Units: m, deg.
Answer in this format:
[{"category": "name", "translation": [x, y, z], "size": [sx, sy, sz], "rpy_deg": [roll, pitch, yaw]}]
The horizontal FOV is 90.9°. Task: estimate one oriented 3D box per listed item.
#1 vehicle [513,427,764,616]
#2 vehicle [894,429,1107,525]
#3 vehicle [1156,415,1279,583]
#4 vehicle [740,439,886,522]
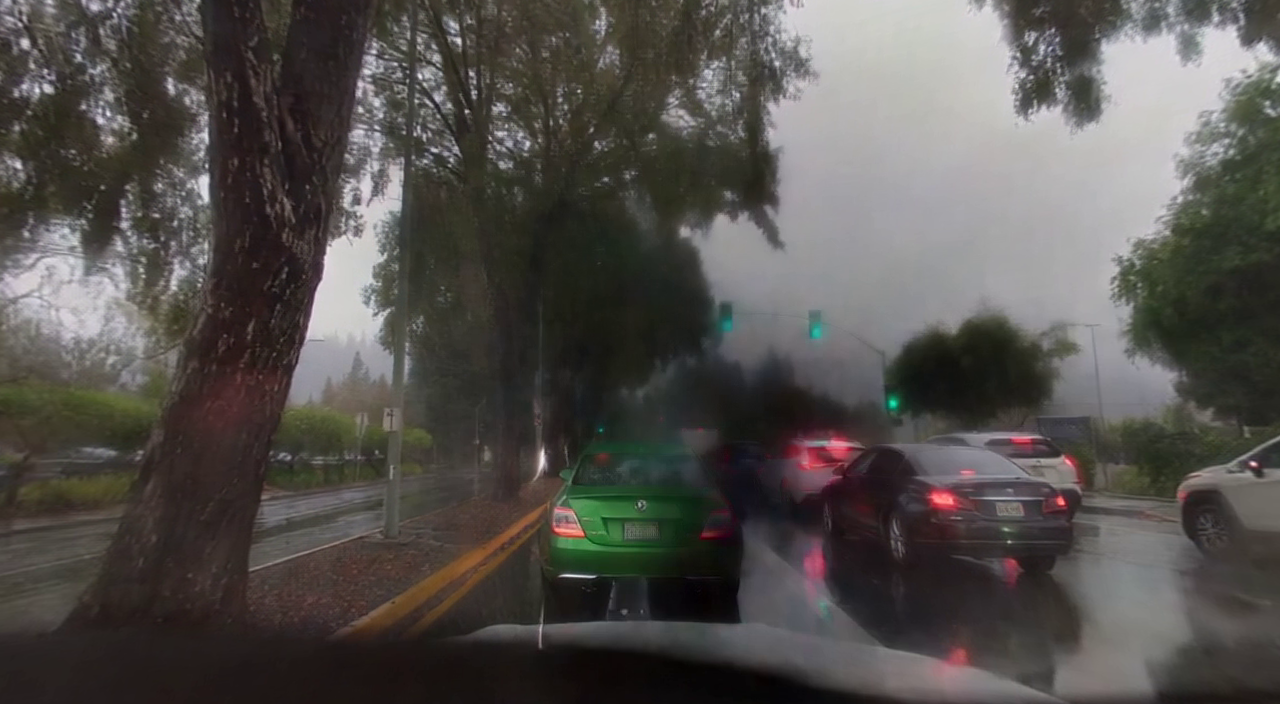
[{"category": "vehicle", "translation": [0.012, 1.676, 7.093], "size": [2.015, 1.502, 3.898], "rpy_deg": [0, -9, 1]}, {"category": "vehicle", "translation": [7.026, 2.468, 12.908], "size": [1.923, 1.611, 4.094], "rpy_deg": [0, -9, 0]}, {"category": "vehicle", "translation": [6.942, 1.333, 5.584], "size": [1.783, 1.572, 3.421], "rpy_deg": [0, -9, 1]}, {"category": "vehicle", "translation": [3.529, 2.715, 13.821], "size": [1.934, 1.494, 4.446], "rpy_deg": [0, -9, 0]}]
